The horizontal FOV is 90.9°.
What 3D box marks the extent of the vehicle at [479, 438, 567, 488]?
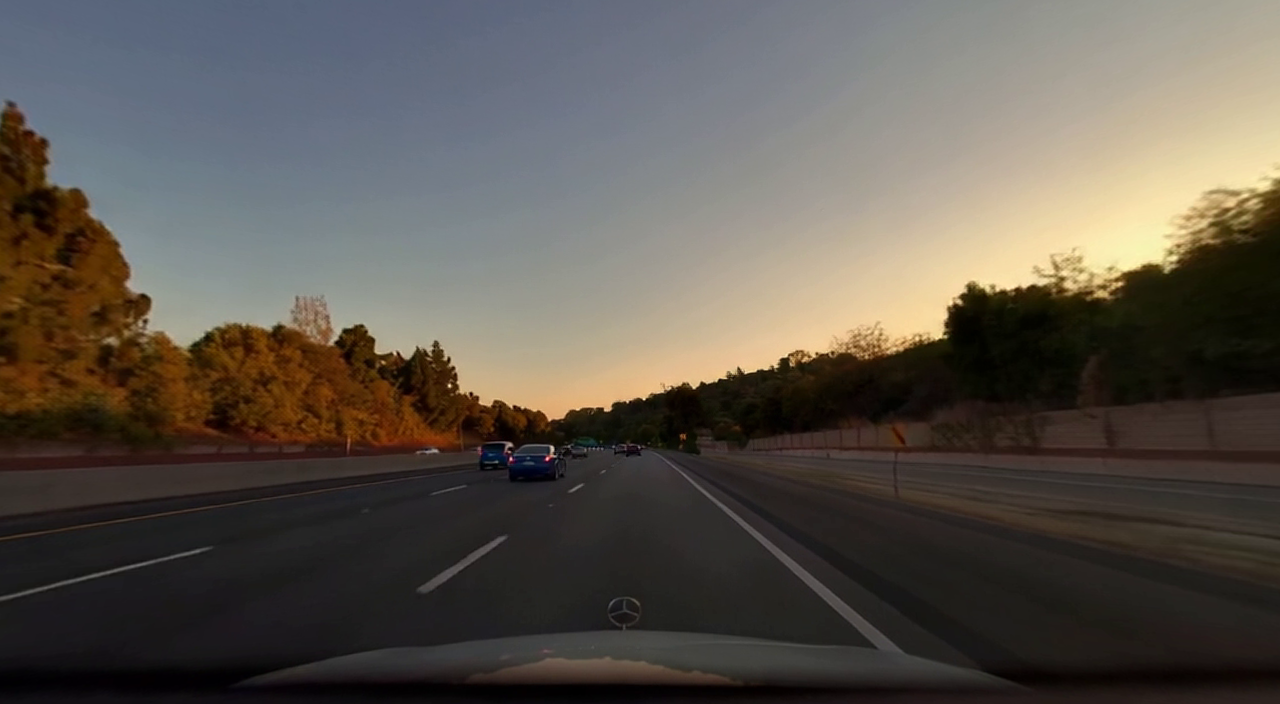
[{"bbox_3d":[-3.933,3.822,22.143,2.081,1.514,4.943,0,-8,1],"label":"vehicle"}]
